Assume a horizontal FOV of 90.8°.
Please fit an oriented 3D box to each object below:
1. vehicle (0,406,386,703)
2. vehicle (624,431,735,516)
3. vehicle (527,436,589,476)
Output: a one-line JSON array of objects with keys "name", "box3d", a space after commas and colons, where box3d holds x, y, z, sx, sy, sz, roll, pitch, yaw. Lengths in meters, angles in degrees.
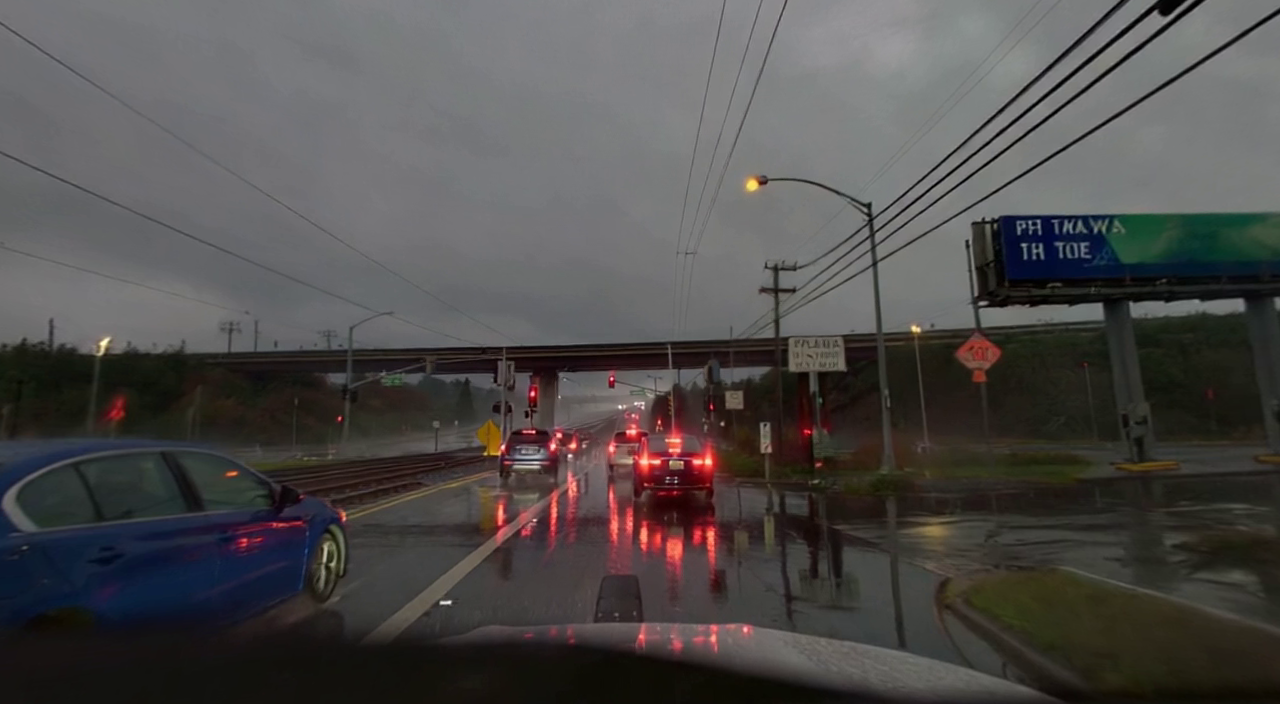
[{"name": "vehicle", "box3d": [-3.562, 1.186, 4.049, 1.956, 1.468, 4.585, 0, -9, 0]}, {"name": "vehicle", "box3d": [0.662, 2.506, 13.512, 1.998, 1.529, 3.960, 0, -9, -2]}, {"name": "vehicle", "box3d": [-3.224, 4.188, 25.603, 1.984, 1.505, 4.047, 0, -9, -1]}]
